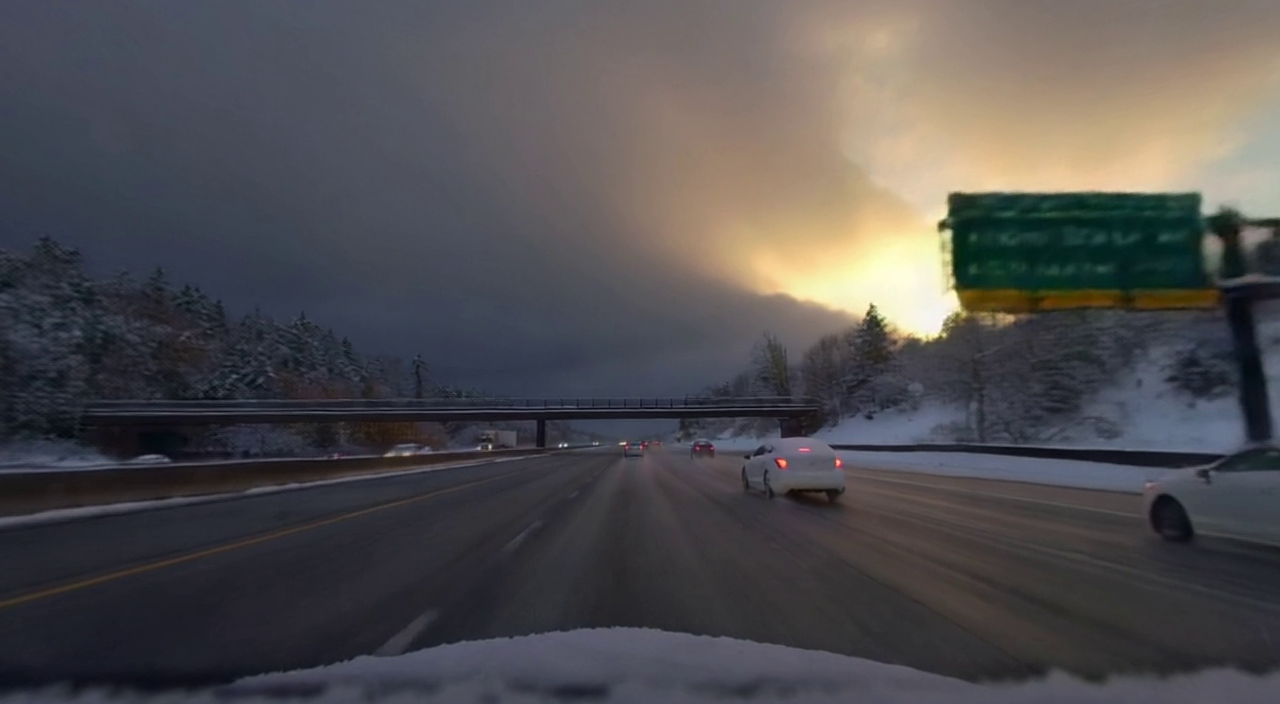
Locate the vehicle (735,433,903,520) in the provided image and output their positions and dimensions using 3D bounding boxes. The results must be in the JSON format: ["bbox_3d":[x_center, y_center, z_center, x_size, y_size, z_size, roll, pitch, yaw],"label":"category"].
[{"bbox_3d":[3.423,2.484,13.173,2.076,1.472,4.562,0,-8,-1],"label":"vehicle"}]

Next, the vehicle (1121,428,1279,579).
[{"bbox_3d":[7.355,1.473,6.047,1.946,1.497,4.467,0,-8,-1],"label":"vehicle"}]
